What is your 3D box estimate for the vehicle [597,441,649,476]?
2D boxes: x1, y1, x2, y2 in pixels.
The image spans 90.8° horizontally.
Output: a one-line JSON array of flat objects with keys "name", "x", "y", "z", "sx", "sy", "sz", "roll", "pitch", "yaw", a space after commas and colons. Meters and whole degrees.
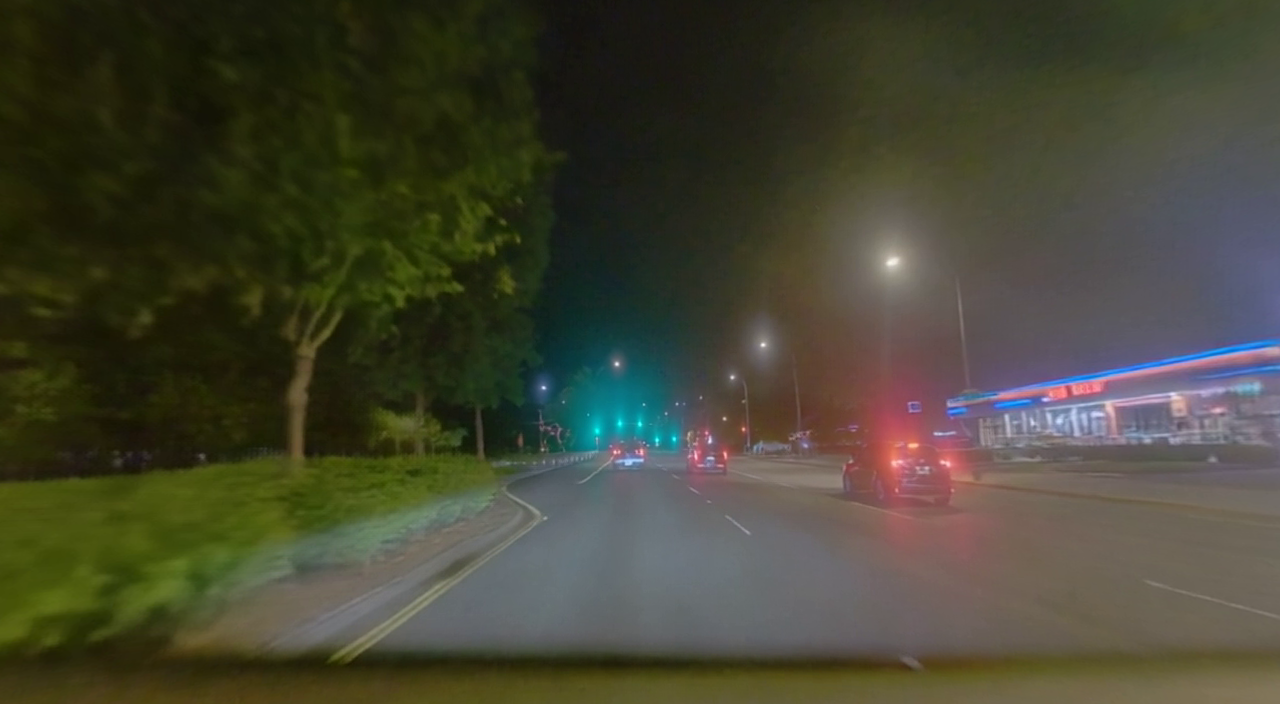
[{"name": "vehicle", "x": -0.763, "y": 4.891, "z": 29.237, "sx": 2.242, "sy": 1.474, "sz": 4.127, "roll": 0, "pitch": -8, "yaw": -1}]

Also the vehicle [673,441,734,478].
[{"name": "vehicle", "x": 2.699, "y": 4.706, "z": 27.962, "sx": 2.057, "sy": 1.491, "sz": 4.675, "roll": 0, "pitch": -8, "yaw": -2}]

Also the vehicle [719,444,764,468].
[{"name": "vehicle", "x": 6.434, "y": 6.609, "z": 40.338, "sx": 2.068, "sy": 1.393, "sz": 3.874, "roll": 0, "pitch": -8, "yaw": -2}]
